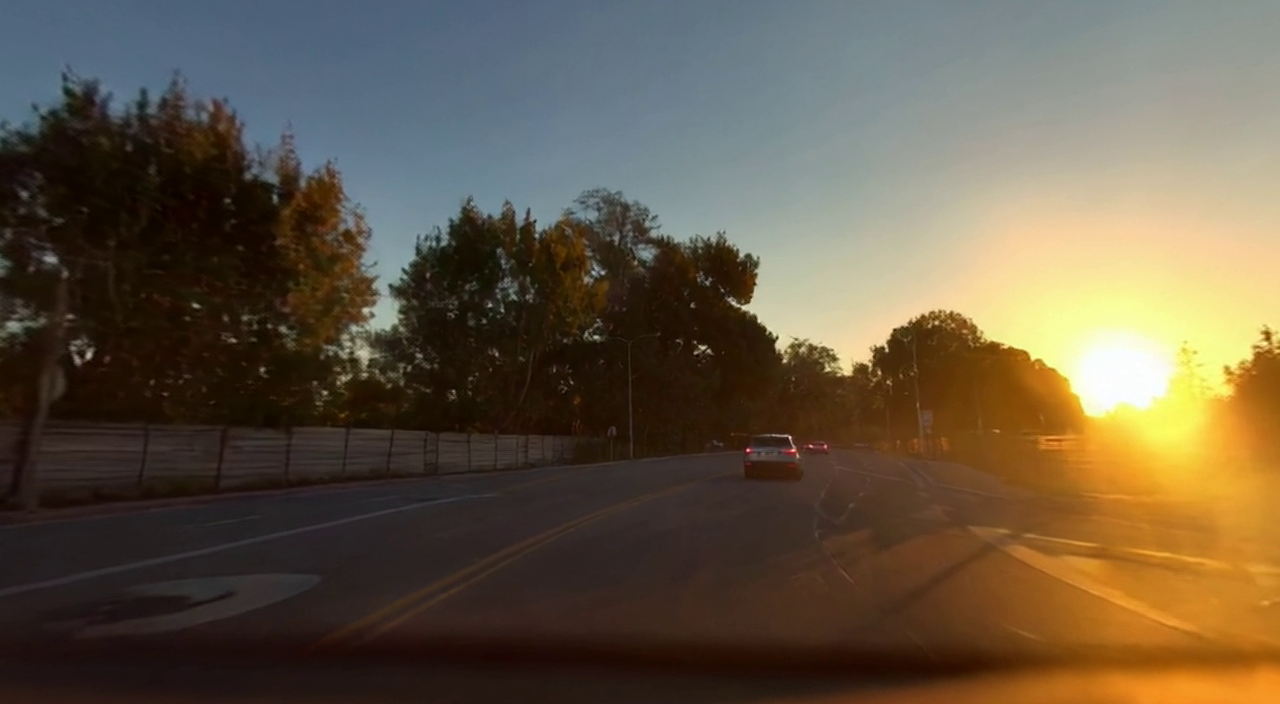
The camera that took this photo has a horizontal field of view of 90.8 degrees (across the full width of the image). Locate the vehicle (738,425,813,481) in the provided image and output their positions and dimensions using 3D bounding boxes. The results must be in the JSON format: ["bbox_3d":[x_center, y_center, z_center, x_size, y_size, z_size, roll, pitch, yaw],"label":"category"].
[{"bbox_3d":[5.163,3.739,23.639,2.230,1.827,4.580,-3,-9,18],"label":"vehicle"}]
